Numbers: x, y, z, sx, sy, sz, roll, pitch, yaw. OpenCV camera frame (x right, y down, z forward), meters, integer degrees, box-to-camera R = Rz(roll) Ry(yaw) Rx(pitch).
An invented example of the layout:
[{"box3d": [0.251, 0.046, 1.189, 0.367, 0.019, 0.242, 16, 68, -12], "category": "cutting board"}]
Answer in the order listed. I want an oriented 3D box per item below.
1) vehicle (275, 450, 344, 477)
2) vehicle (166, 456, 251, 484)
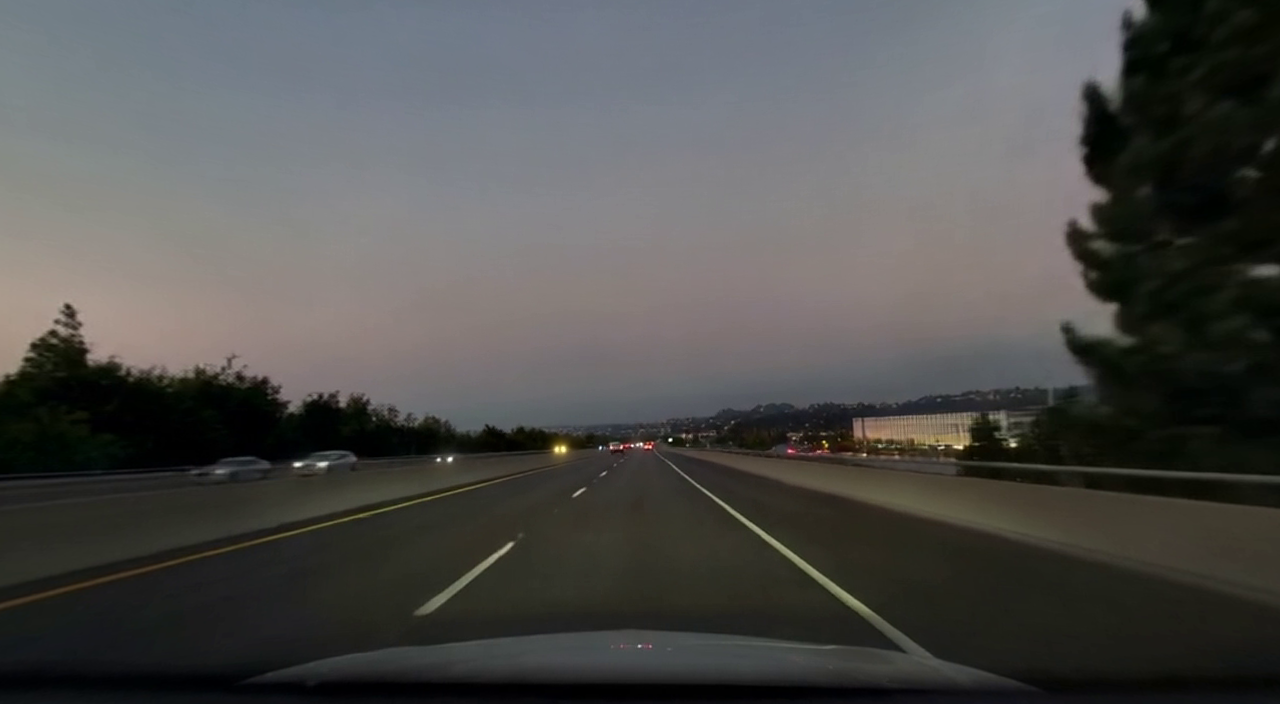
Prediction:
[{"box3d": [-22.131, 7.454, 42.457, 2.094, 1.612, 4.613, 0, -9, 1], "category": "vehicle"}, {"box3d": [-26.049, 7.108, 38.302, 1.907, 1.478, 4.642, 0, -9, 0], "category": "vehicle"}]
